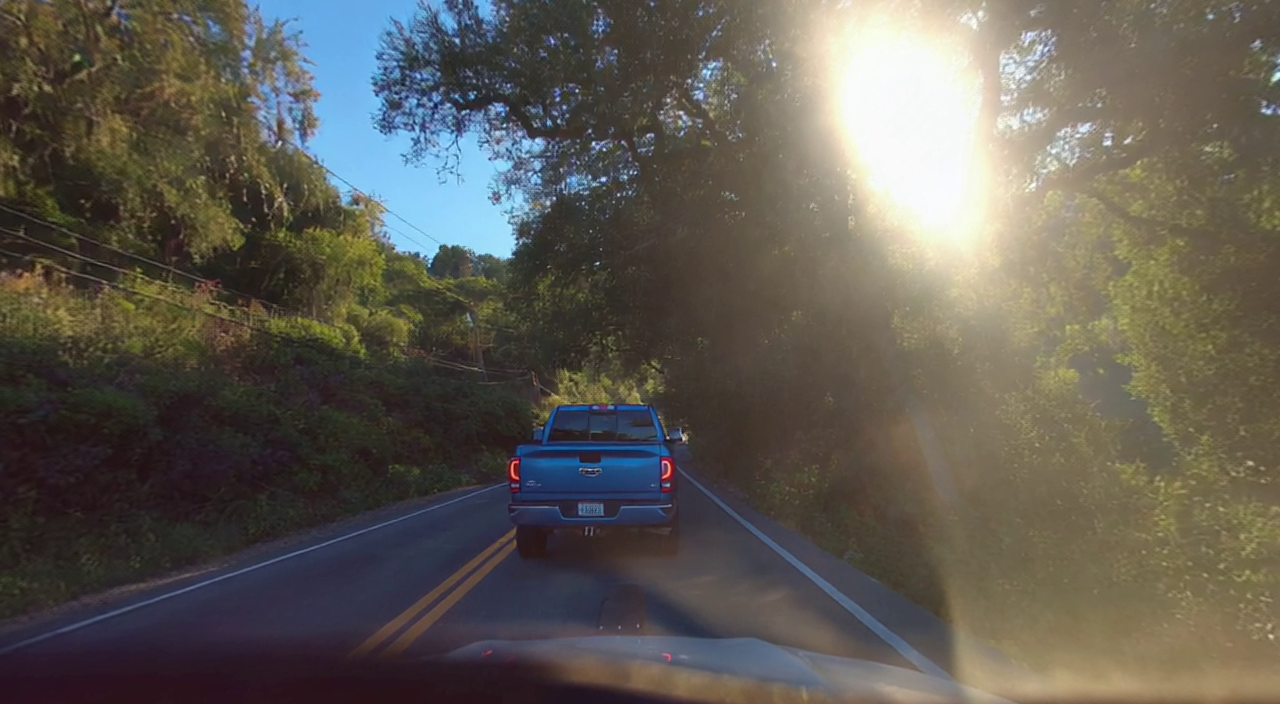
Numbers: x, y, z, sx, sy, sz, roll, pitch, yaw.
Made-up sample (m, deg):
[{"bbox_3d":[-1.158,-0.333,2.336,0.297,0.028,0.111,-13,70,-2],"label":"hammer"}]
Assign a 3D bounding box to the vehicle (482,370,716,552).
[{"bbox_3d":[-0.543,1.760,10.752,2.837,2.223,5.885,0,-8,-1],"label":"vehicle"}]
